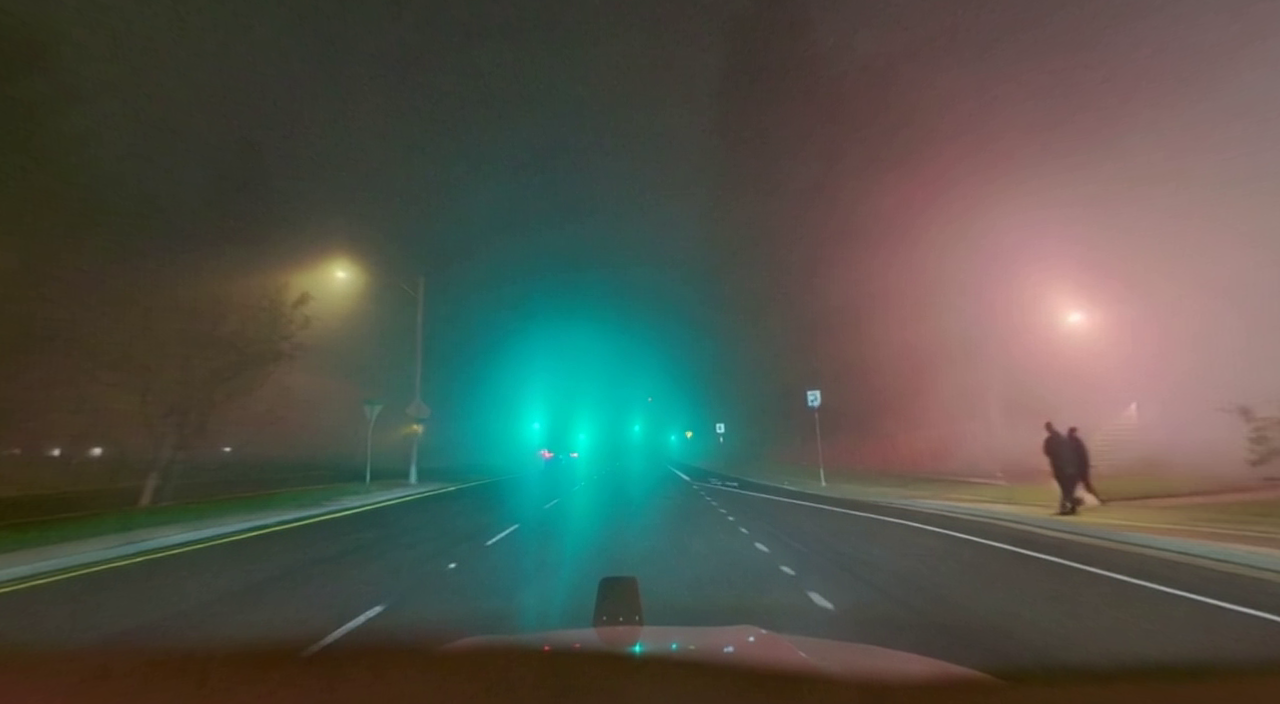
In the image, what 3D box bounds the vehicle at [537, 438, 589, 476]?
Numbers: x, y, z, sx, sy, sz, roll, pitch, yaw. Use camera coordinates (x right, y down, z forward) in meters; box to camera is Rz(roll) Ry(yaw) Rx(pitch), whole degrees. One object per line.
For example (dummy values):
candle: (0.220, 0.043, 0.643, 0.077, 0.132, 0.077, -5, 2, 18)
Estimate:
vehicle: (-3.723, 5.148, 31.340, 1.993, 1.733, 4.262, 0, -8, 1)
